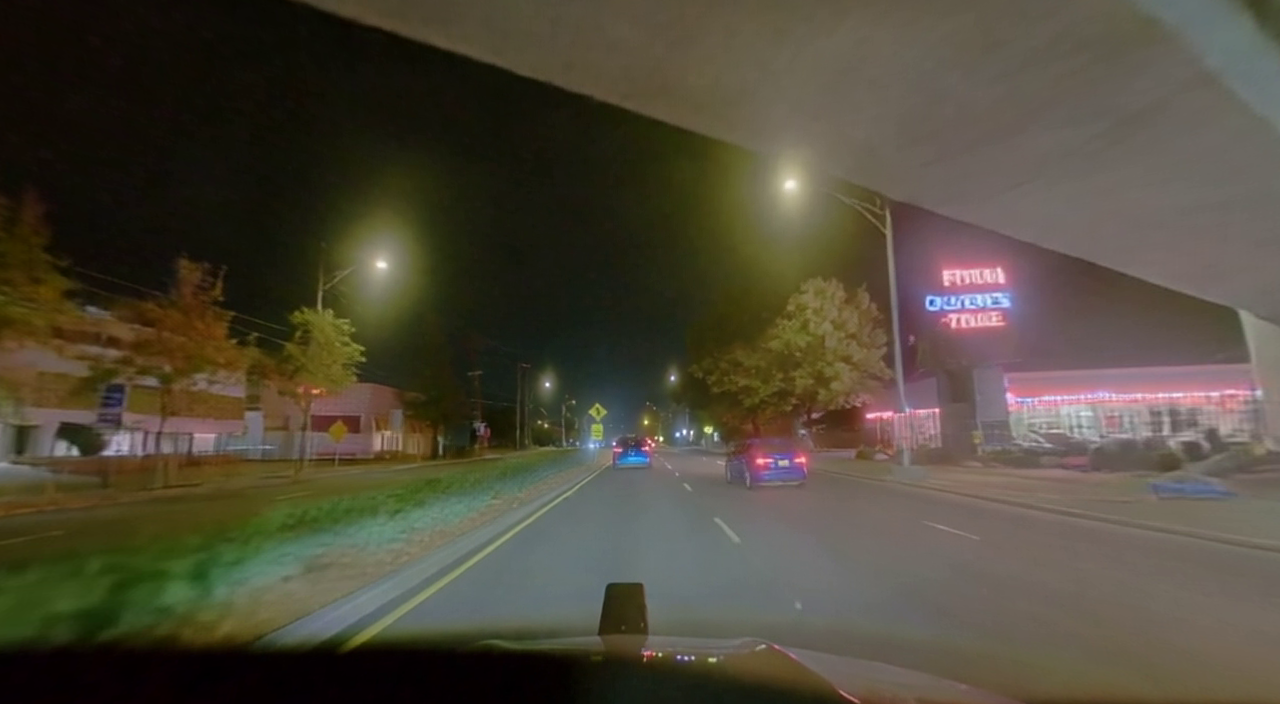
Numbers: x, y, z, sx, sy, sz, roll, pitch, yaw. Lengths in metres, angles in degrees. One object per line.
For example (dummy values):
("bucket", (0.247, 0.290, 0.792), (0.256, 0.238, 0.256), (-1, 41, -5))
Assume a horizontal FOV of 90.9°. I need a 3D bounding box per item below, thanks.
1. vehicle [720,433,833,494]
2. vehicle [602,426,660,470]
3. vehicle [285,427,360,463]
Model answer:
("vehicle", (3.613, 3.040, 17.611), (1.954, 1.479, 4.557), (0, -8, -3))
("vehicle", (-0.370, 4.356, 28.657), (2.441, 1.813, 4.581), (0, -8, 0))
("vehicle", (-24.164, 7.087, 48.208), (4.412, 2.662, 2.544), (2, -8, -10))
